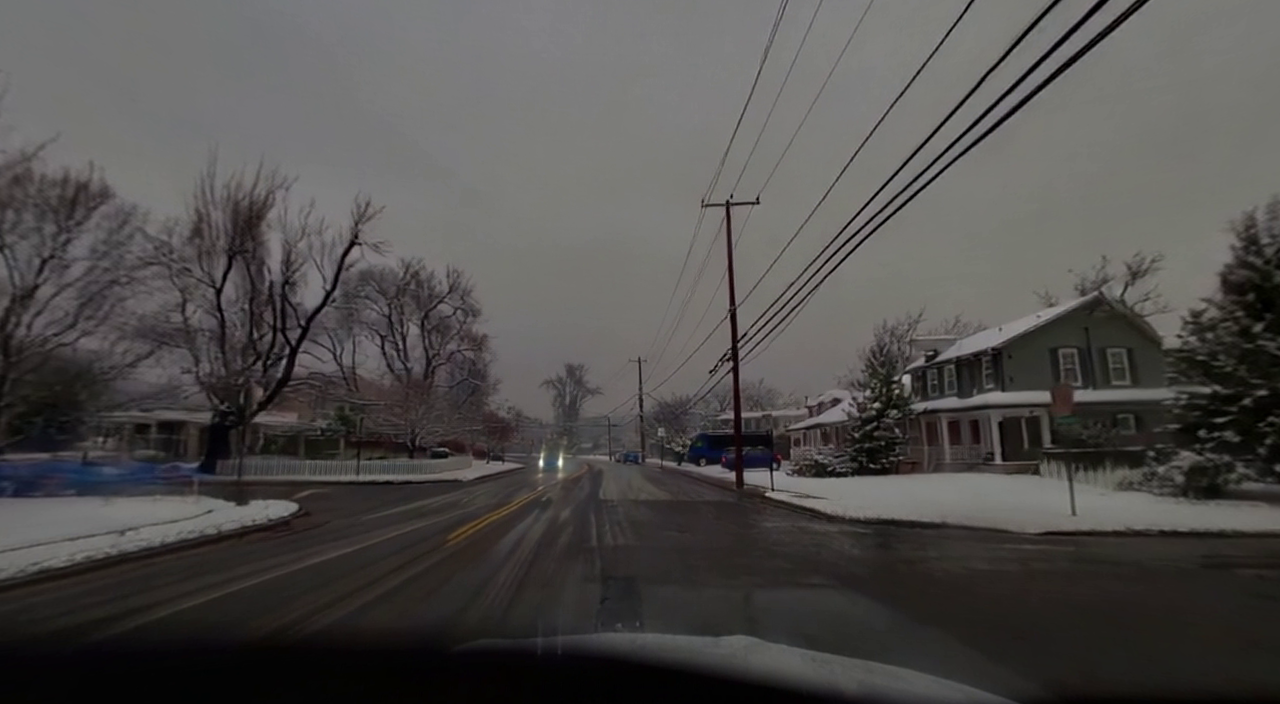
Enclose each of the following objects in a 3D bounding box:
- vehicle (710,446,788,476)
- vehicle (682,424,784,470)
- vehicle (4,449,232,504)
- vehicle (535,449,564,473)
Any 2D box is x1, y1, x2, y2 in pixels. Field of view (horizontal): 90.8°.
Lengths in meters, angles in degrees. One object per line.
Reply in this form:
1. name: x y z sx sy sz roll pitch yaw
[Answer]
1. vehicle: 6.722 6.771 39.410 4.412 1.565 1.957 -3 -9 -2
2. vehicle: 7.061 7.313 48.352 7.115 3.010 2.378 -2 -11 -6
3. vehicle: -14.943 3.570 18.330 4.751 1.459 1.996 0 -8 -1
4. vehicle: -6.349 7.658 44.601 1.892 1.501 4.335 1 -8 -6
